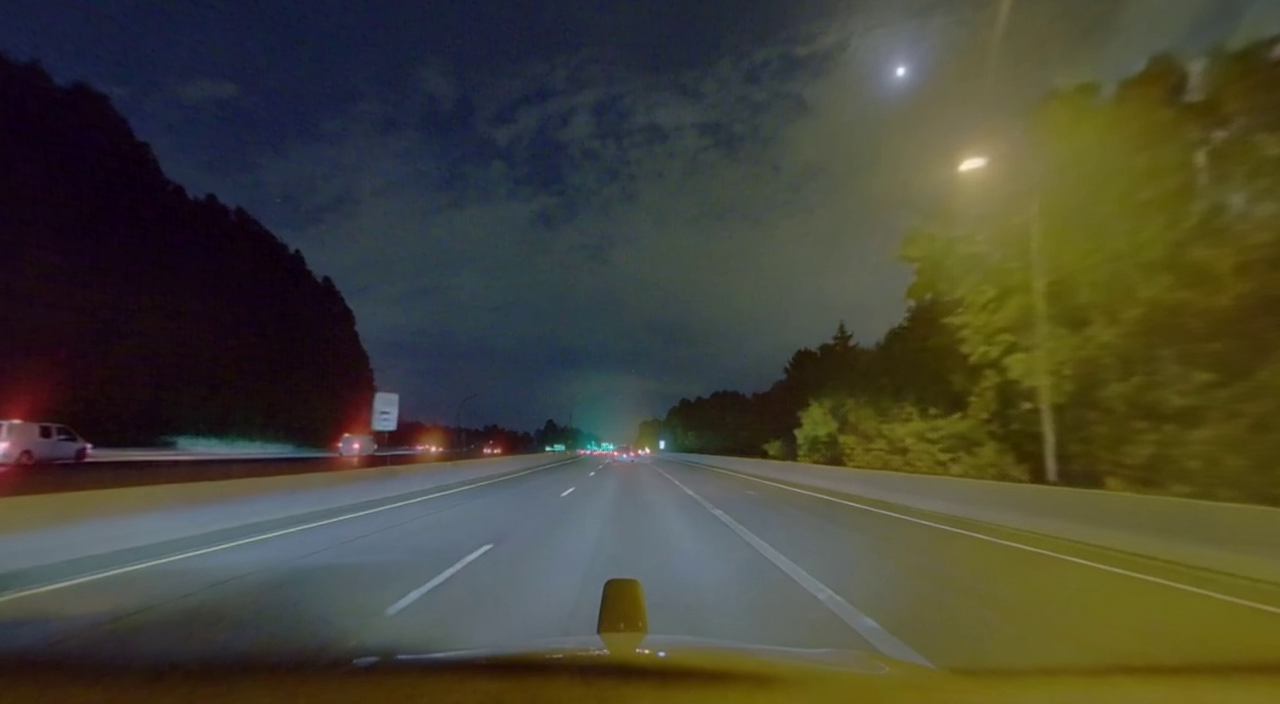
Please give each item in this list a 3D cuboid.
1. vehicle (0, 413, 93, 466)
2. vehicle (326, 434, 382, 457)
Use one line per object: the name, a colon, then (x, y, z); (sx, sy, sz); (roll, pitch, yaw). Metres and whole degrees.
vehicle: (-19.181, 2.669, 19.114); (1.879, 1.492, 3.607); (0, -9, -1)
vehicle: (-19.708, 6.478, 43.558); (1.901, 1.465, 4.173); (0, -9, 0)
